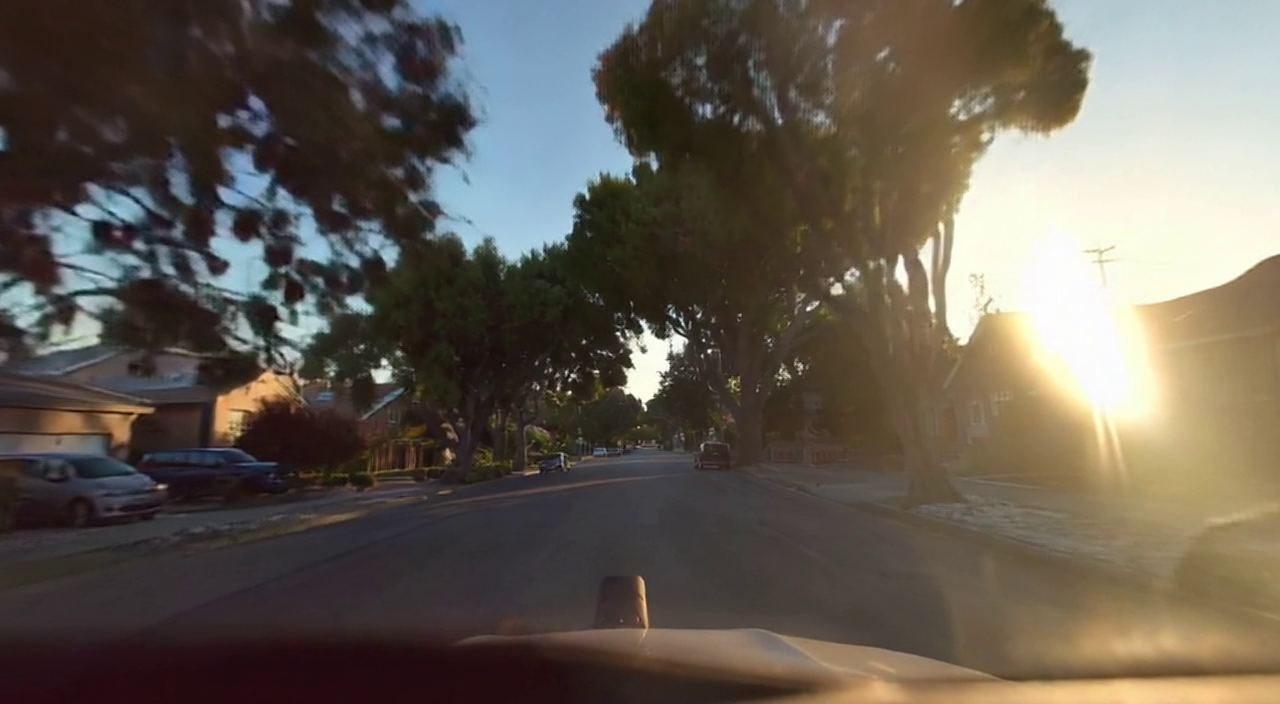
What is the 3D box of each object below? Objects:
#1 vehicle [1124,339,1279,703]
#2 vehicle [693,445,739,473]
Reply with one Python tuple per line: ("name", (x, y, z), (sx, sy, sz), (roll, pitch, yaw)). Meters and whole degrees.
("vehicle", (3.661, 0.595, 1.119), (2.055, 1.738, 4.448), (0, -9, 0))
("vehicle", (4.209, 6.013, 35.690), (2.013, 1.473, 4.329), (0, -9, -1))
